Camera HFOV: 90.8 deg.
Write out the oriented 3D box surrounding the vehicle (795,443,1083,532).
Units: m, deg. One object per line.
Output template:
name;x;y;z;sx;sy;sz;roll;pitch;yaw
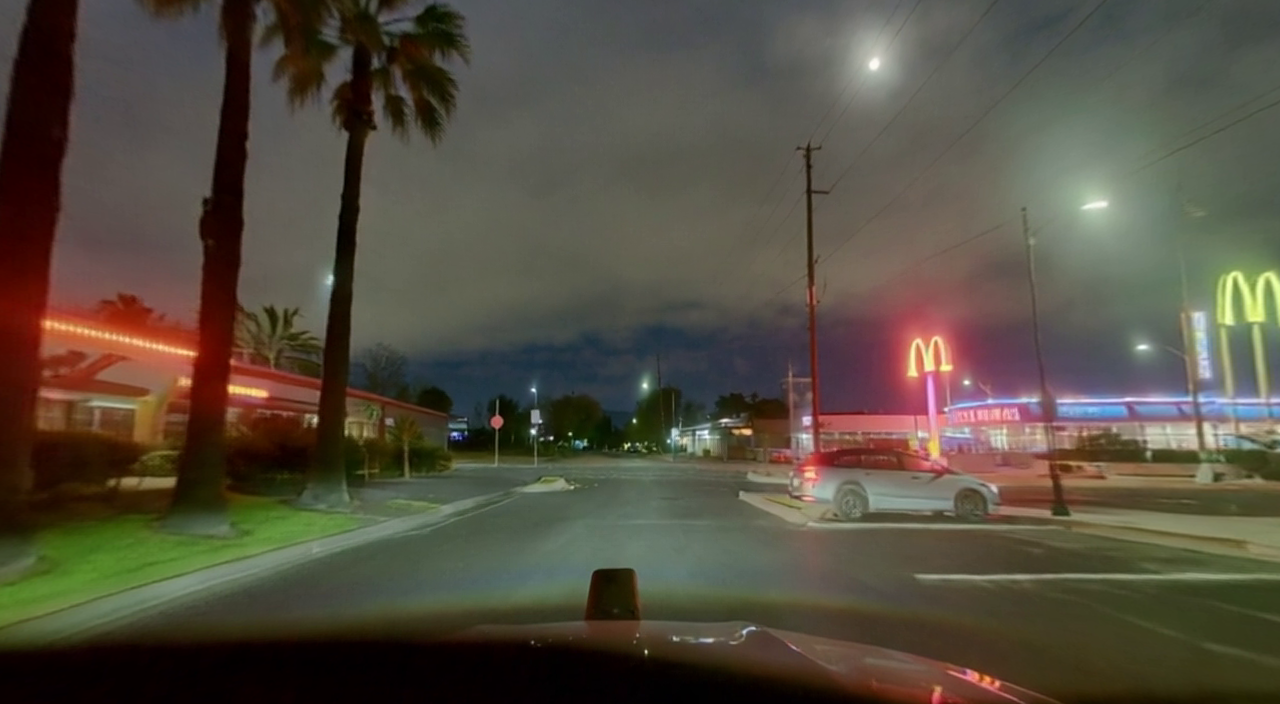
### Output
vehicle;5.731;2.592;12.515;4.742;1.506;1.919;0;-8;-5
